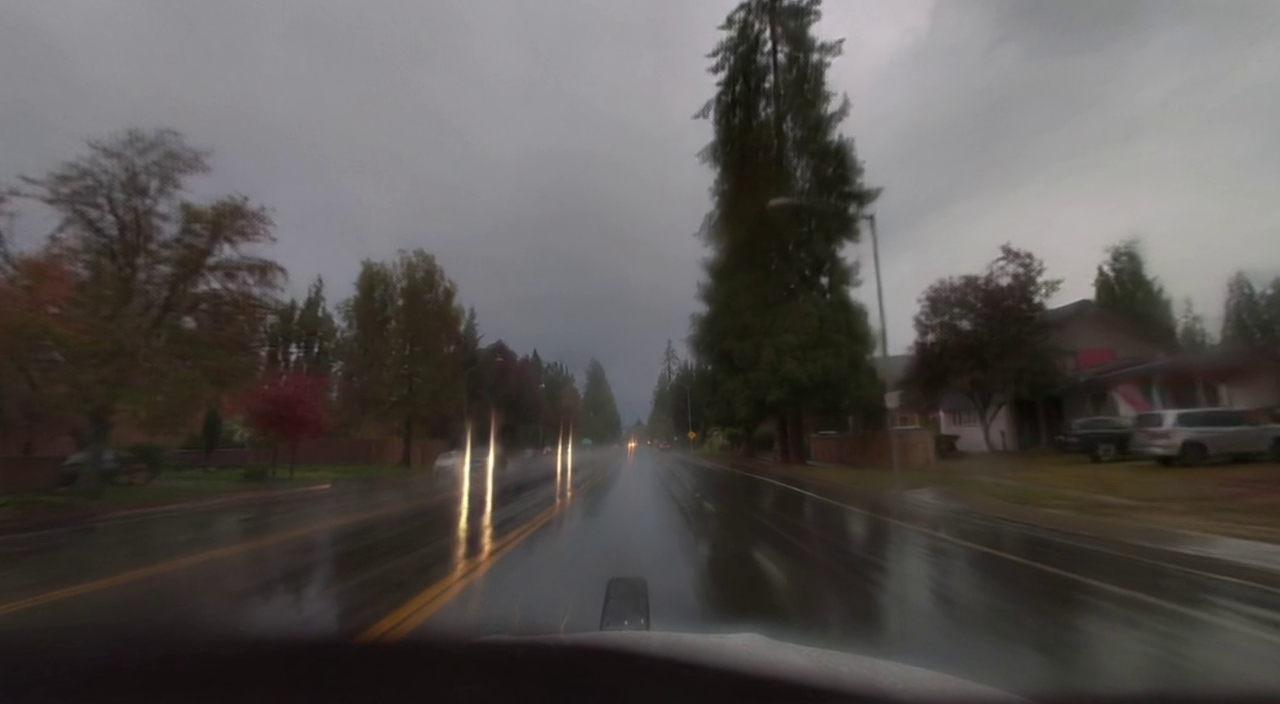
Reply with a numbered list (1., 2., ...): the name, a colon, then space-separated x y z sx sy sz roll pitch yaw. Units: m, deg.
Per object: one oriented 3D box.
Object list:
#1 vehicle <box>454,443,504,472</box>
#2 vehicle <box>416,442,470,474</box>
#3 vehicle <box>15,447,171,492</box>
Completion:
1. vehicle: -9.938 6.541 39.176 1.962 1.680 3.925 0 -9 1
2. vehicle: -14.115 7.587 45.515 2.071 1.899 5.640 -4 -8 1
3. vehicle: -22.463 4.820 26.018 4.530 1.769 2.003 0 -9 1
